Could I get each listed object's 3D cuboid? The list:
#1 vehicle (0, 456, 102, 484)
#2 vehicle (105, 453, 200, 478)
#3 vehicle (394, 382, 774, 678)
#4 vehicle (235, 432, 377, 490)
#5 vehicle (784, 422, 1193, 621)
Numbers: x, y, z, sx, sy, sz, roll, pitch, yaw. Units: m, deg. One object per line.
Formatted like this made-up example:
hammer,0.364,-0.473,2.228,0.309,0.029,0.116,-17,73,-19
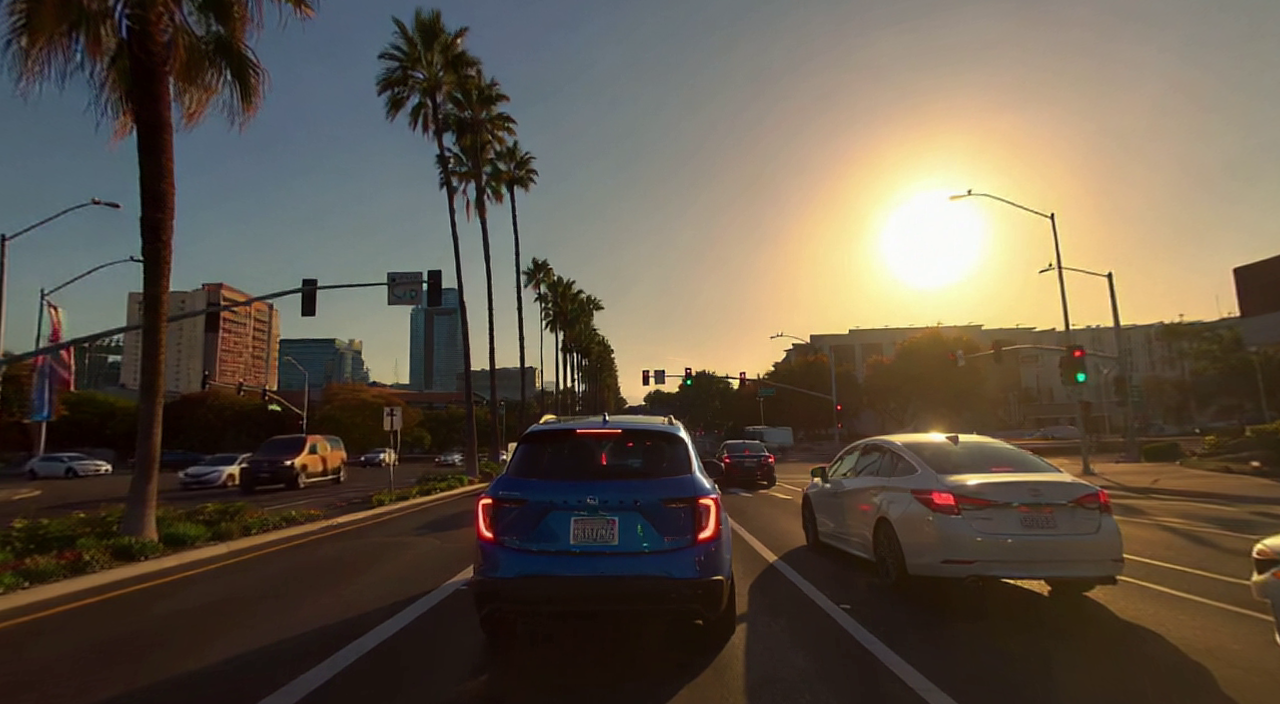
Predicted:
vehicle,-40.710,8.124,43.381,4.993,1.788,2.075,0,-9,1
vehicle,-36.568,8.524,47.143,5.347,1.785,2.123,0,-8,1
vehicle,-0.319,1.322,5.710,2.172,1.694,4.055,0,-8,0
vehicle,-12.415,4.093,23.934,2.317,1.924,5.636,0,-9,0
vehicle,3.143,1.612,7.023,1.971,1.473,4.495,0,-8,0
